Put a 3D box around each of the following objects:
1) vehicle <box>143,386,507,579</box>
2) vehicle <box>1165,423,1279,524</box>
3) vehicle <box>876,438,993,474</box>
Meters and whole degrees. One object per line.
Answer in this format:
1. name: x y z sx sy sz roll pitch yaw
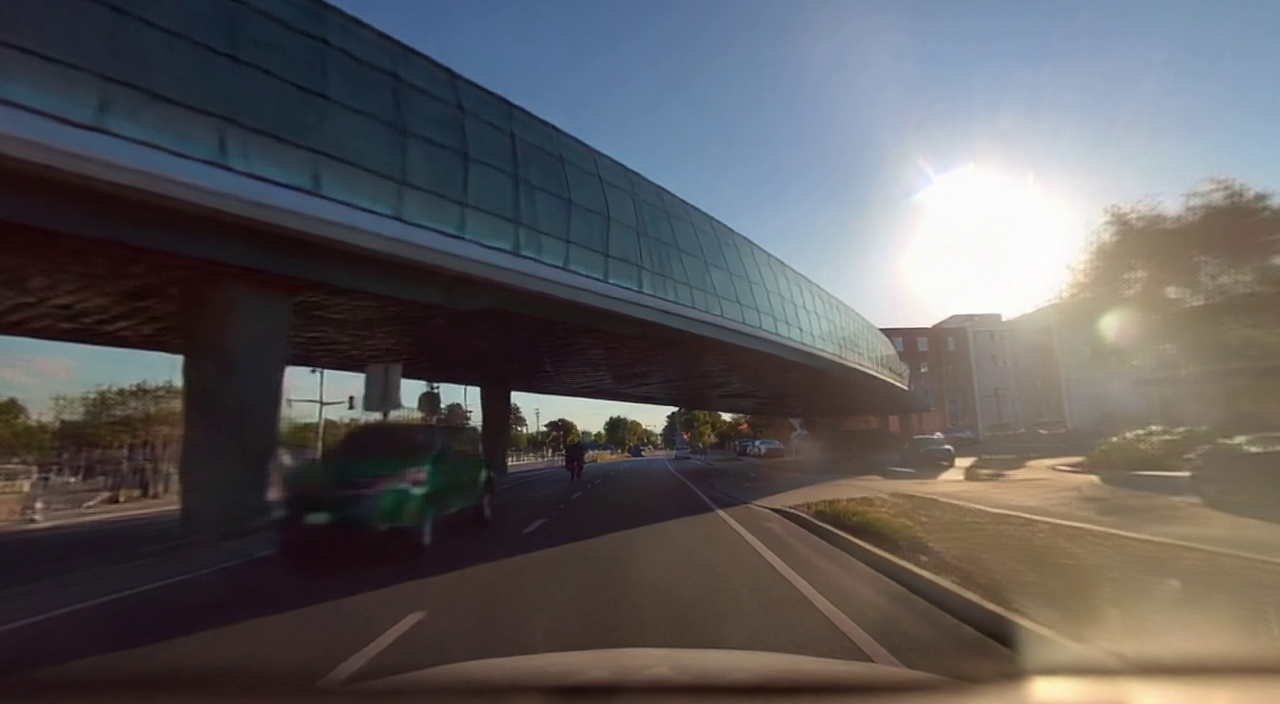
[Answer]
1. vehicle: -3.975 1.819 9.649 2.468 1.993 5.840 -1 -9 1
2. vehicle: 11.629 1.961 10.232 2.189 1.510 4.458 -6 -8 0
3. vehicle: 14.398 5.064 30.970 2.078 1.523 4.760 2 -7 -34
